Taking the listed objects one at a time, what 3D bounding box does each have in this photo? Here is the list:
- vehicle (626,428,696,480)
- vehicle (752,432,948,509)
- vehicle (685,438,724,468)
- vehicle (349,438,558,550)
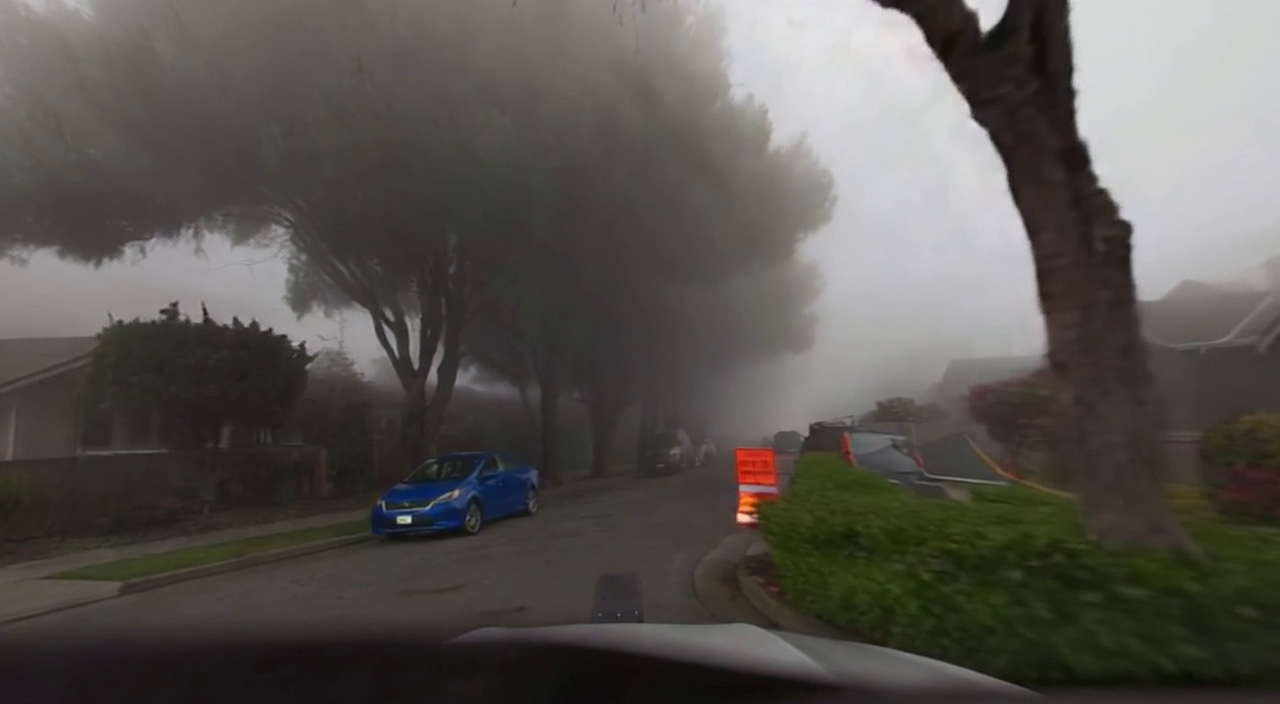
[{"bbox_3d":[1.060,4.483,28.335,2.042,1.937,4.960,1,-5,15],"label":"vehicle"},{"bbox_3d":[4.654,2.503,13.872,4.070,1.436,1.827,4,-9,-31],"label":"vehicle"},{"bbox_3d":[4.038,6.171,38.792,1.765,1.493,4.130,0,-6,14],"label":"vehicle"},{"bbox_3d":[-3.243,2.501,11.963,1.899,1.524,4.082,1,-6,14],"label":"vehicle"}]
